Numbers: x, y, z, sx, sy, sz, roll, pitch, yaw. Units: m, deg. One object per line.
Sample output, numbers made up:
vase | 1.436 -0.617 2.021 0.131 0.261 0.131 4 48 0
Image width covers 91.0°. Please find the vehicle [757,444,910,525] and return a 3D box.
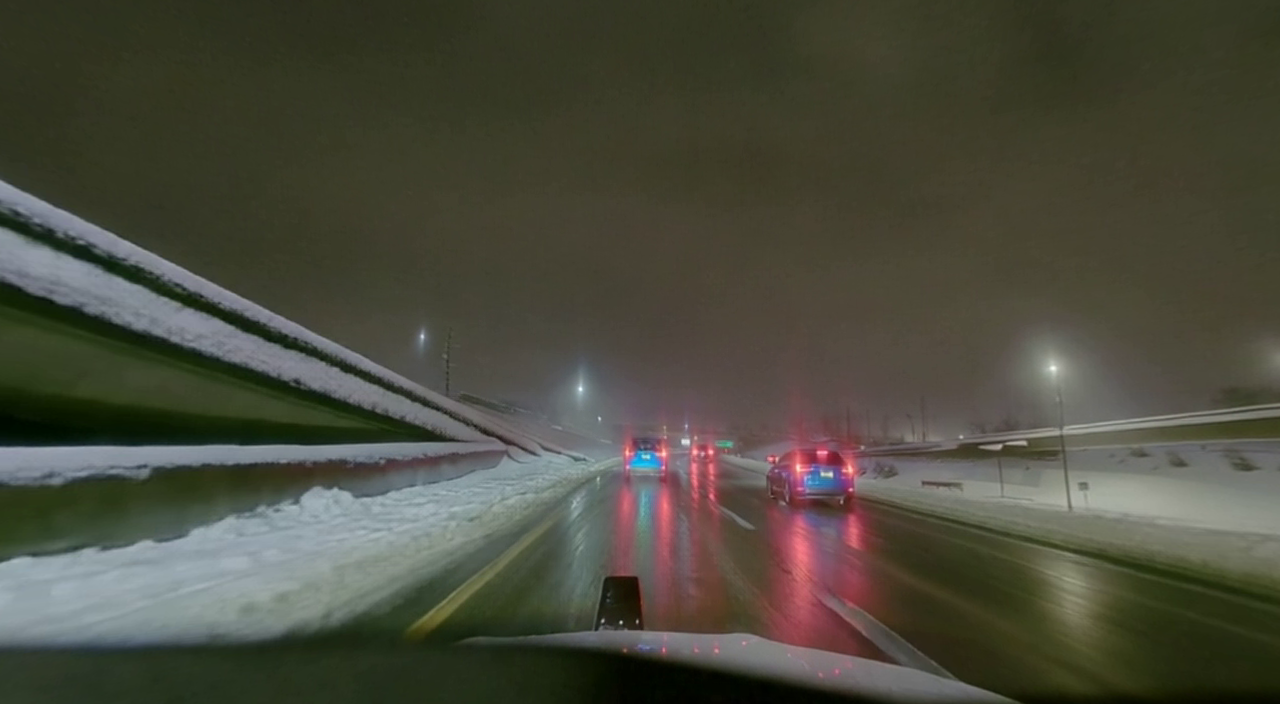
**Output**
vehicle | 3.984 2.784 13.814 2.047 1.500 4.017 0 -9 0

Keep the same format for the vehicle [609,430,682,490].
vehicle | 0.195 3.708 21.833 2.264 1.841 4.583 0 -9 0

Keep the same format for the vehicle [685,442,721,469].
vehicle | 4.109 6.824 41.585 2.047 1.700 4.069 0 -9 1
